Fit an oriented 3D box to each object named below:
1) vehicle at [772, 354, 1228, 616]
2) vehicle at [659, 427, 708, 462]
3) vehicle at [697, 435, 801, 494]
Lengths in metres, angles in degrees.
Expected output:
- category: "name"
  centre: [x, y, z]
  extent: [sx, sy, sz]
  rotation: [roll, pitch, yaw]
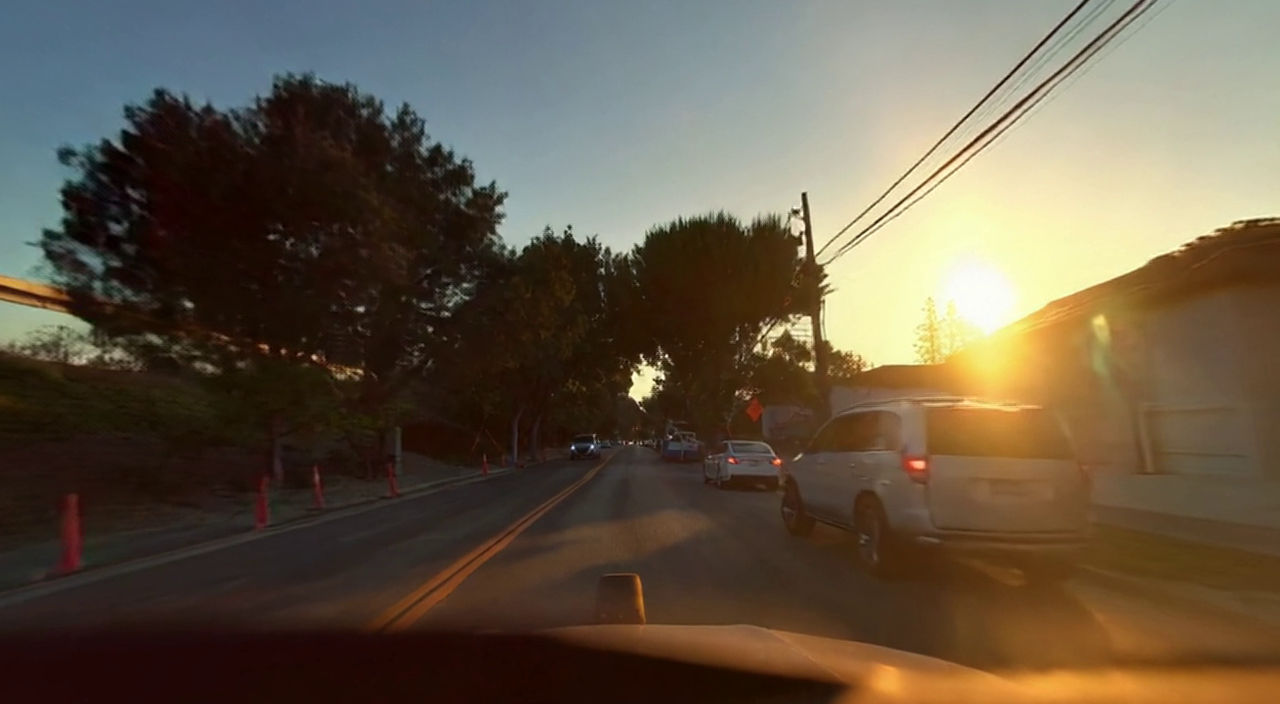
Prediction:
- category: "vehicle"
  centre: [3.200, 1.351, 7.248]
  extent: [2.293, 1.957, 4.934]
  rotation: [0, -9, 0]
- category: "vehicle"
  centre: [2.802, 6.203, 42.235]
  extent: [2.759, 2.114, 6.152]
  rotation: [0, -9, 0]
- category: "vehicle"
  centre: [3.022, 3.242, 18.628]
  extent: [2.006, 1.482, 4.722]
  rotation: [0, -9, -3]
